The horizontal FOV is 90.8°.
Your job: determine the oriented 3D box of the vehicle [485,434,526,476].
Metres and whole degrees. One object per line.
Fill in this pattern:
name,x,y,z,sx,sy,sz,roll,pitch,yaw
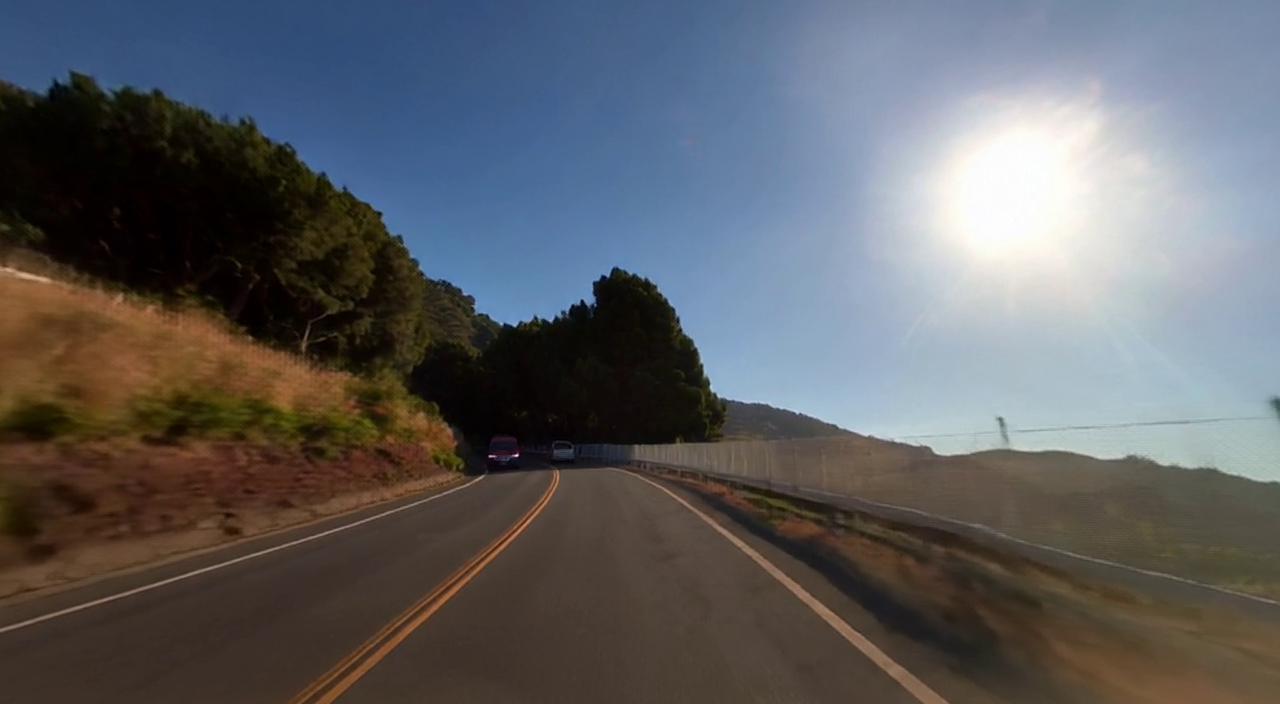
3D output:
vehicle,-8.715,6.619,40.747,2.373,2.488,5.160,2,-9,-13
